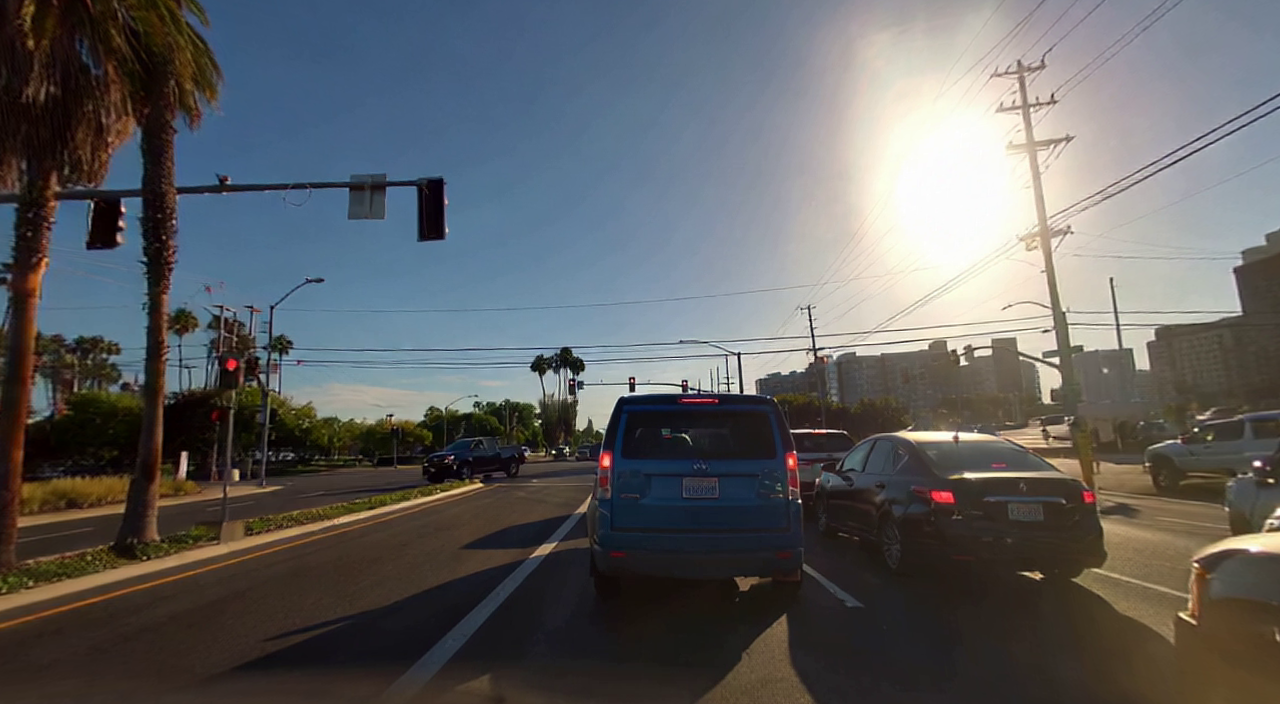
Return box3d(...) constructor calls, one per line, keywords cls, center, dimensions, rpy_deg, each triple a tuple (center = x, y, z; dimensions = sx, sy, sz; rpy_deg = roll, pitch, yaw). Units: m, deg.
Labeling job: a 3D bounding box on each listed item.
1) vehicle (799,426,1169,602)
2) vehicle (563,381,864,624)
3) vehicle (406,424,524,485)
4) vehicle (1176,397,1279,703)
box3d(cls="vehicle", center=(3.453, 1.689, 7.504), dimensions=(1.895, 1.456, 4.255), rpy_deg=(0, -9, -2))
box3d(cls="vehicle", center=(0.469, 1.430, 6.884), dimensions=(2.228, 1.780, 4.269), rpy_deg=(0, -9, -2))
box3d(cls="vehicle", center=(-8.453, 5.032, 31.183), dimensions=(2.230, 2.653, 5.869), rpy_deg=(-4, -10, 25))
box3d(cls="vehicle", center=(3.359, 0.651, 0.652), dimensions=(1.805, 1.485, 4.348), rpy_deg=(0, -9, 1))
